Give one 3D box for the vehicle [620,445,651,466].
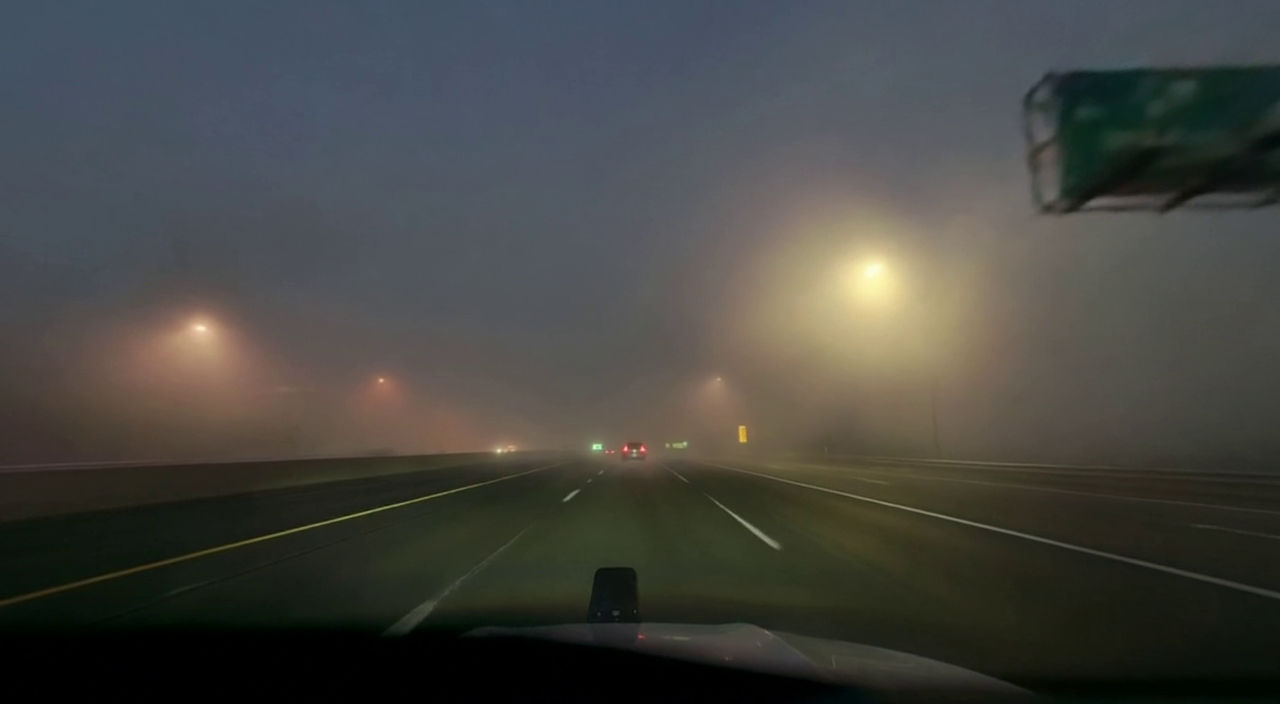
[{"bbox_3d":[-0.370,7.541,46.159,2.118,1.466,4.165,0,-9,-2],"label":"vehicle"}]
